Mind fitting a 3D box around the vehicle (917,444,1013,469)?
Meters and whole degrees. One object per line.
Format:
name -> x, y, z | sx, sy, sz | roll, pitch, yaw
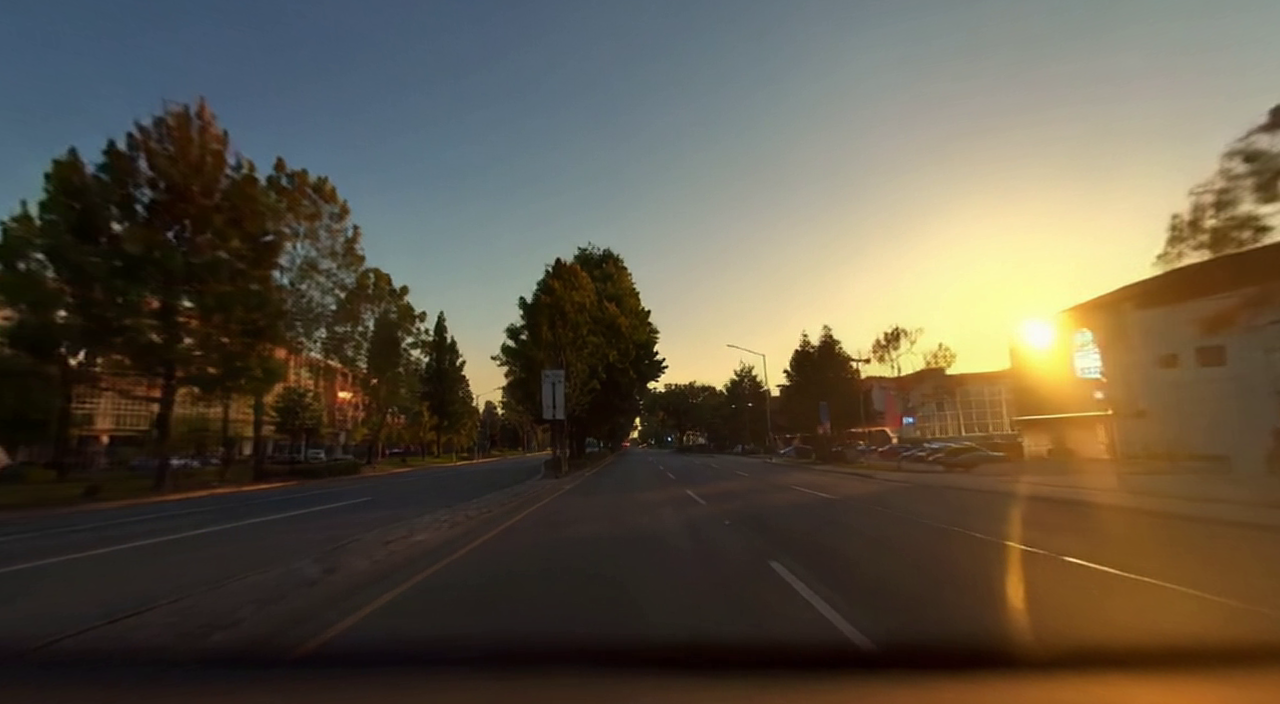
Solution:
vehicle -> 20.052, 6.451, 39.086 | 4.805, 1.473, 2.046 | 0, -9, -3
